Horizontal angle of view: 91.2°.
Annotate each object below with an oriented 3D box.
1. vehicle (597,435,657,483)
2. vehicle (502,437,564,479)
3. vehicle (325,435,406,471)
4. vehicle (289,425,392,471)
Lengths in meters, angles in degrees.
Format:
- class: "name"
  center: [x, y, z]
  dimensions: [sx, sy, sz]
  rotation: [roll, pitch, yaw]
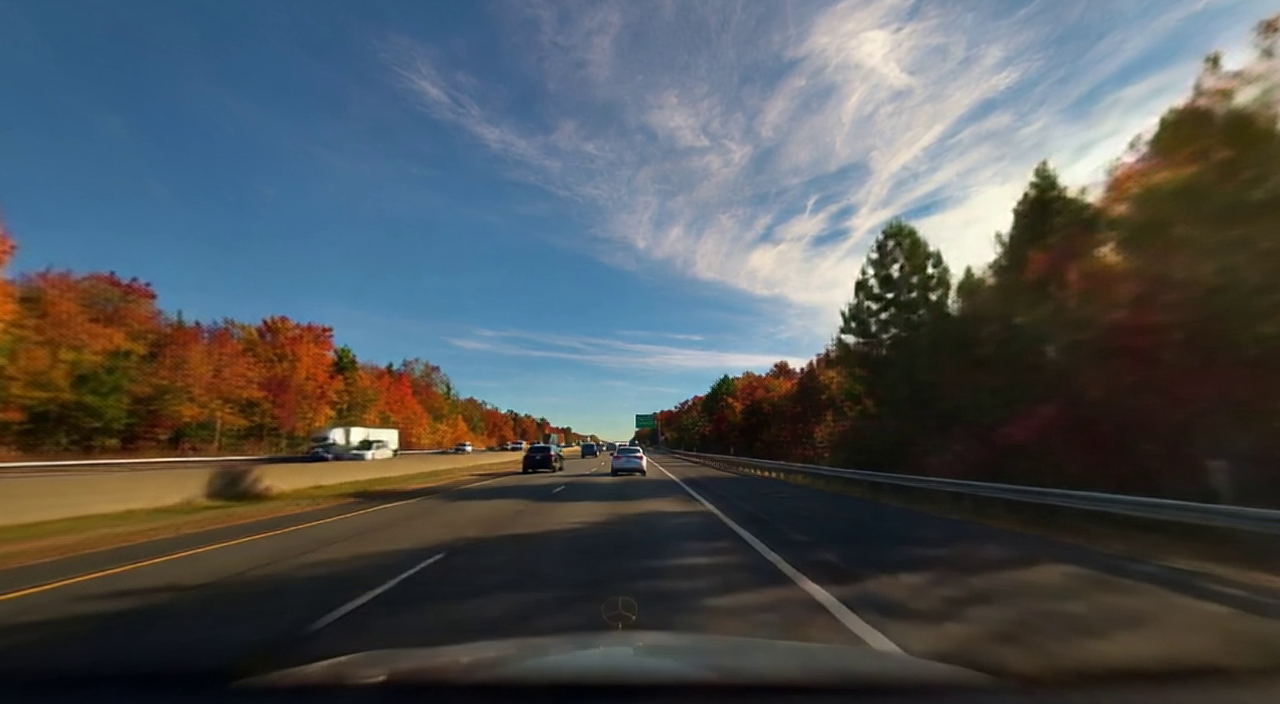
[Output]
- class: "vehicle"
  center: [-0.481, 4.124, 24.295]
  dimensions: [2.115, 1.661, 4.049]
  rotation: [0, -9, -1]
- class: "vehicle"
  center: [-4.707, 4.769, 28.299]
  dimensions: [1.974, 1.688, 4.727]
  rotation: [-1, -9, 0]
- class: "vehicle"
  center: [-13.613, 5.047, 31.397]
  dimensions: [2.003, 1.594, 4.599]
  rotation: [-1, -9, 0]
- class: "vehicle"
  center: [-17.720, 5.752, 37.715]
  dimensions: [2.550, 2.436, 7.444]
  rotation: [-1, -9, -1]
